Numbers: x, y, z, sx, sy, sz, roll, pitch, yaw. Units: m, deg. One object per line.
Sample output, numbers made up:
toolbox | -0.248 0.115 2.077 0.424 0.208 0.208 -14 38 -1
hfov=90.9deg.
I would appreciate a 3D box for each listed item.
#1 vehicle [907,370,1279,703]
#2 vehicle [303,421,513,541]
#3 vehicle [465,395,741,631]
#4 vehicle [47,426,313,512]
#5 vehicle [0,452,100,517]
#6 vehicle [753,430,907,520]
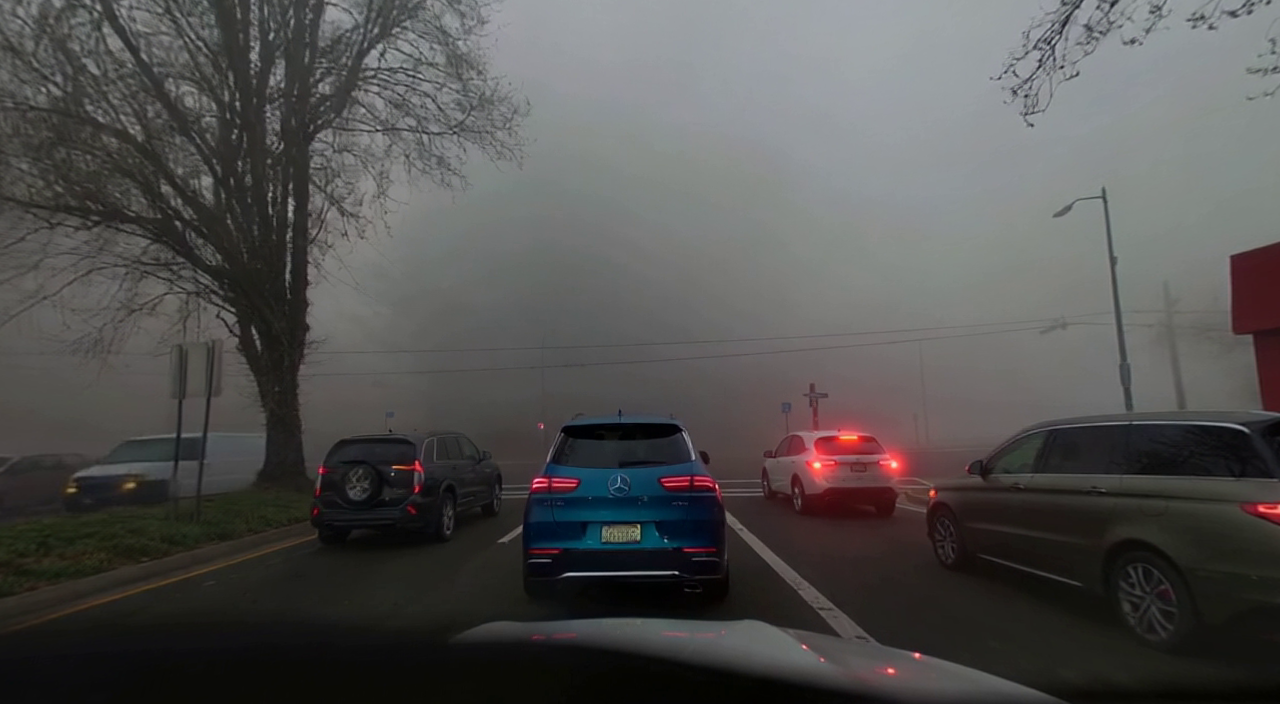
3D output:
vehicle | 4.165 1.281 5.392 2.014 1.740 4.515 -1 -8 4
vehicle | -3.762 2.166 11.224 2.012 1.701 4.316 0 -8 1
vehicle | -0.154 1.480 6.743 2.022 1.700 4.084 0 -9 4
vehicle | -12.138 3.136 17.611 2.276 1.926 6.686 0 -8 1
vehicle | -15.822 3.215 15.399 1.774 1.468 3.863 0 -8 1
vehicle | 3.673 2.437 12.983 1.847 1.554 3.885 0 -8 -2
